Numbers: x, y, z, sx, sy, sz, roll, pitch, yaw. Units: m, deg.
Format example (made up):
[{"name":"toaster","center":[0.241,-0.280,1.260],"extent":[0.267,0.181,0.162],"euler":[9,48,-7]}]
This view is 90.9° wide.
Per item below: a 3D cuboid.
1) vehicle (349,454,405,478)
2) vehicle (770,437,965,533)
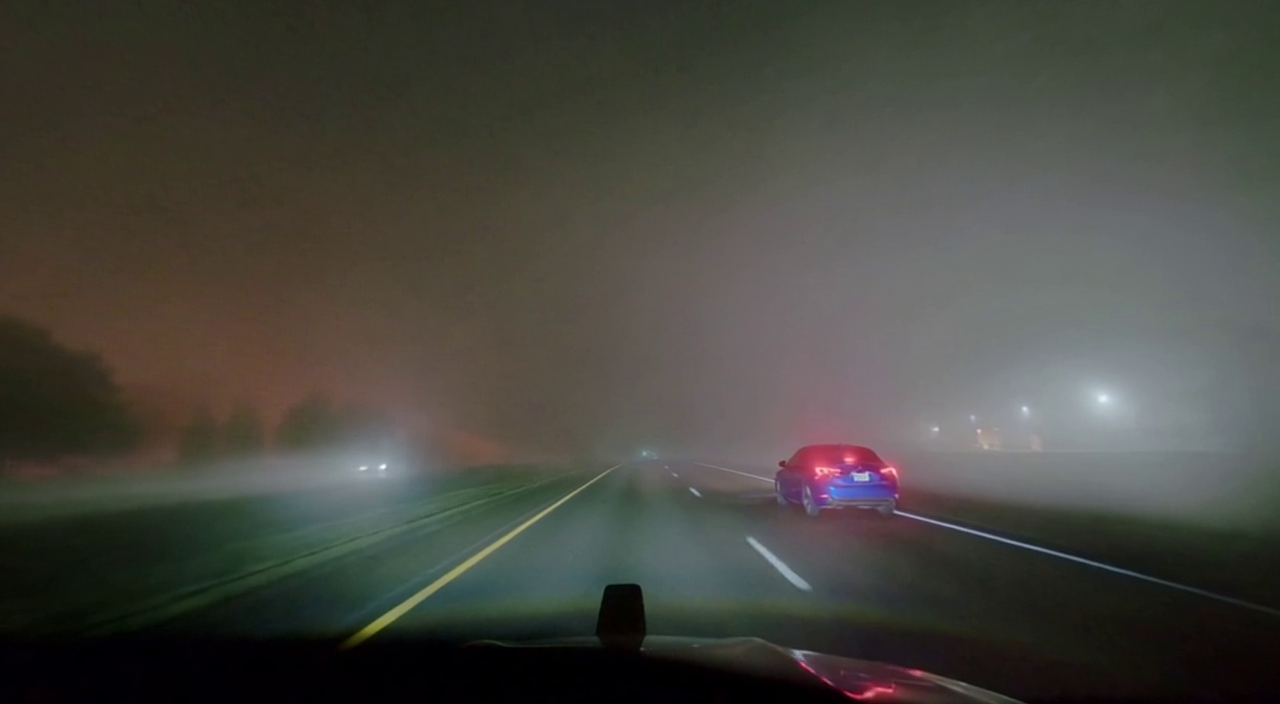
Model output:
[{"name":"vehicle","center":[-17.532,7.577,42.234],"extent":[1.751,1.453,4.503],"euler":[-1,-8,1]},{"name":"vehicle","center":[4.153,2.495,12.557],"extent":[2.053,1.490,4.799],"euler":[0,-8,0]}]
